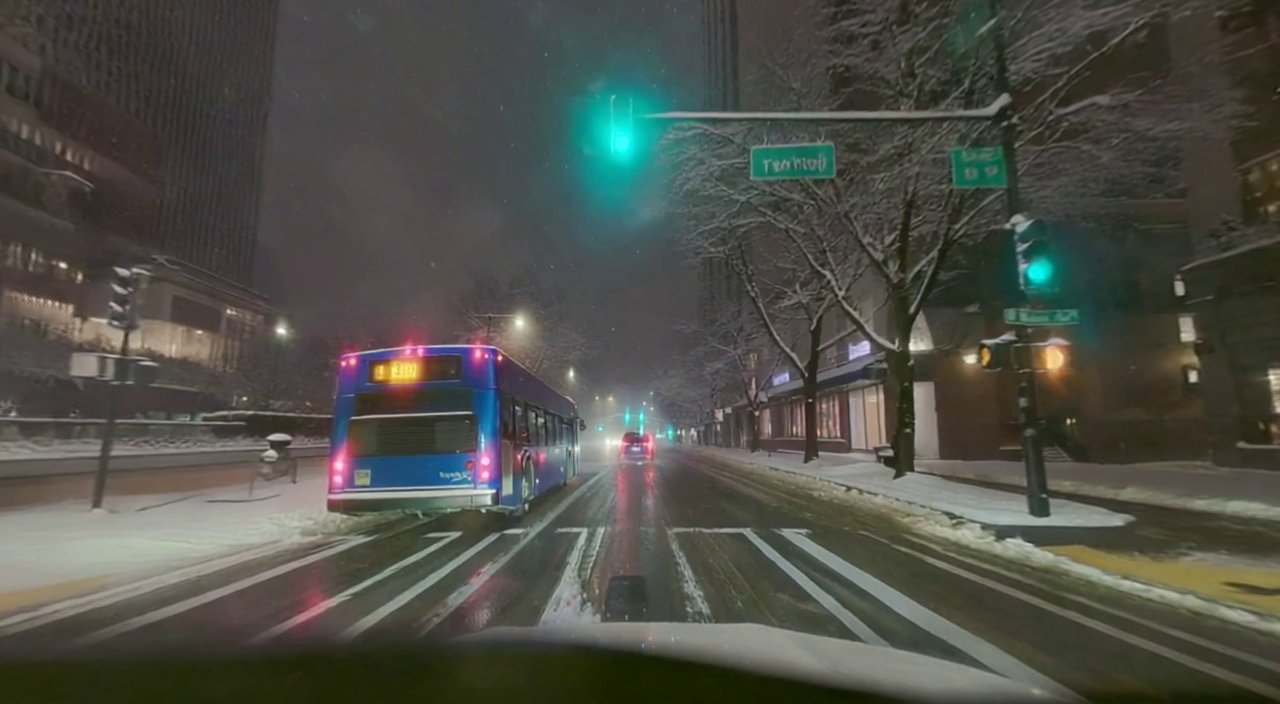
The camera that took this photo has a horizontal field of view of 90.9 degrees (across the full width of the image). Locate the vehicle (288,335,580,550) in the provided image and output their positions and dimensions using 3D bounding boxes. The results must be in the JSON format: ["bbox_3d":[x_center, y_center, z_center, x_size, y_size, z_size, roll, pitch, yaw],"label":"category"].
[{"bbox_3d":[-3.175,1.821,12.837,2.920,2.884,8.588,0,-8,1],"label":"vehicle"}]

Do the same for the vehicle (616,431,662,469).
[{"bbox_3d":[-0.034,4.781,30.954,2.120,1.727,3.917,0,-8,0],"label":"vehicle"}]
